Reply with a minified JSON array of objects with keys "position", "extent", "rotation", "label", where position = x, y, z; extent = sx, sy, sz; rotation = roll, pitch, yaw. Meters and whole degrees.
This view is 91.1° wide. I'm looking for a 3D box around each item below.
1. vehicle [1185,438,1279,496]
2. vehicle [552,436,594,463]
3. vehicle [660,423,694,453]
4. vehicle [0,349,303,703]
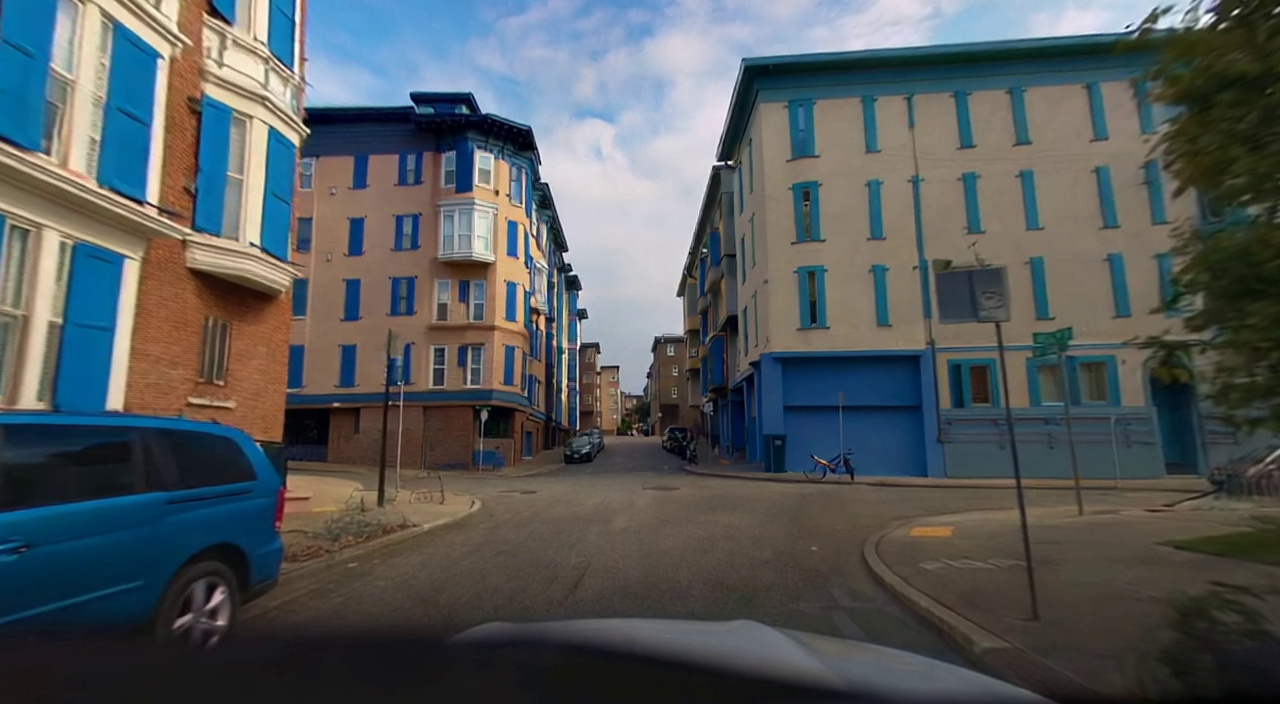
[{"position":[17.753,3.147,17.440],"extent":[3.414,1.519,1.719],"rotation":[-2,-8,14],"label":"vehicle"},{"position":[-3.818,5.594,36.354],"extent":[1.897,1.431,3.741],"rotation":[-1,-8,1],"label":"vehicle"},{"position":[2.635,6.222,45.398],"extent":[2.072,2.074,4.358],"rotation":[0,-8,-2],"label":"vehicle"},{"position":[-3.357,0.830,2.297],"extent":[1.832,1.683,4.396],"rotation":[0,-8,-1],"label":"vehicle"}]
